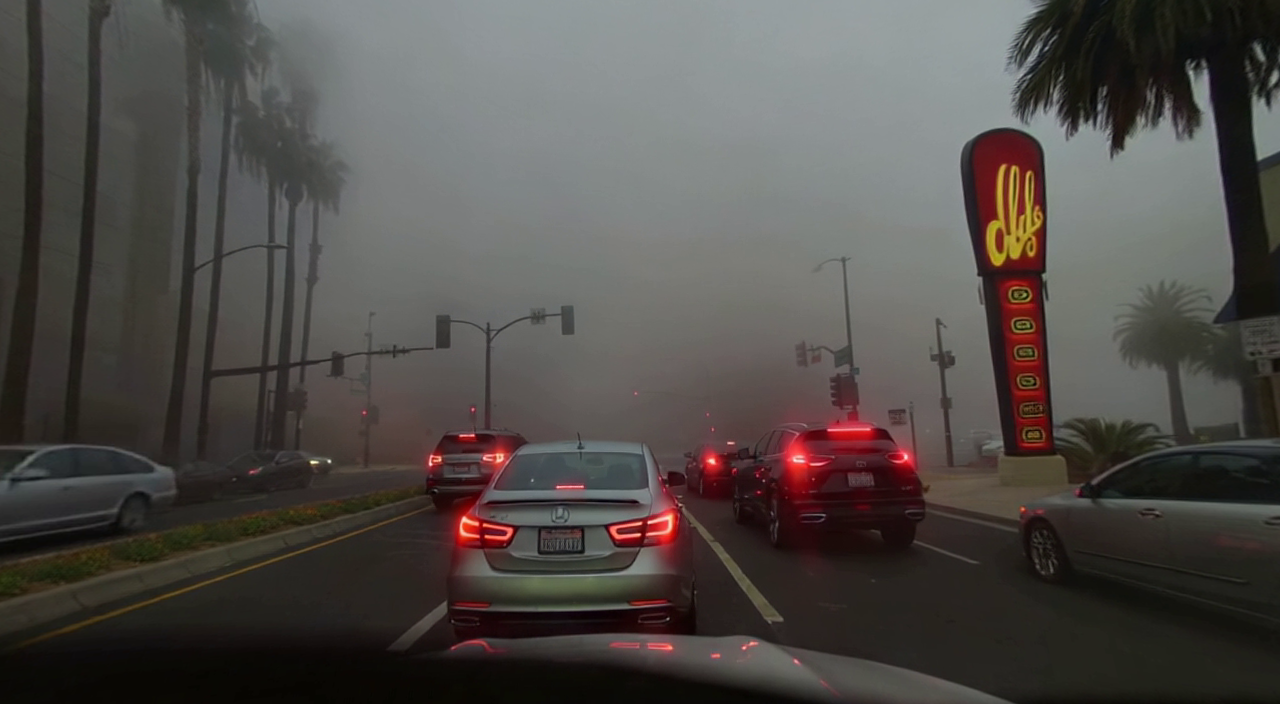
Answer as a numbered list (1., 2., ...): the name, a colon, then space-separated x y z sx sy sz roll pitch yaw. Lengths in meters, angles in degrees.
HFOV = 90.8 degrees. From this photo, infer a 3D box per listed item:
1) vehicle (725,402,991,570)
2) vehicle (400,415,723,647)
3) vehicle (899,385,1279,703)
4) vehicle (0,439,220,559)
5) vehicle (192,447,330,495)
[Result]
1. vehicle: 2.645 1.768 9.059 2.096 1.775 4.440 0 -9 -2
2. vehicle: -0.517 1.475 6.225 2.096 1.492 4.071 0 -9 0
3. vehicle: 2.616 0.808 1.462 2.085 1.469 4.458 0 -9 -1
4. vehicle: -8.827 2.077 9.549 1.949 1.442 4.502 0 -9 -2
5. vehicle: -12.861 4.024 21.870 1.856 1.455 4.700 0 -9 1
